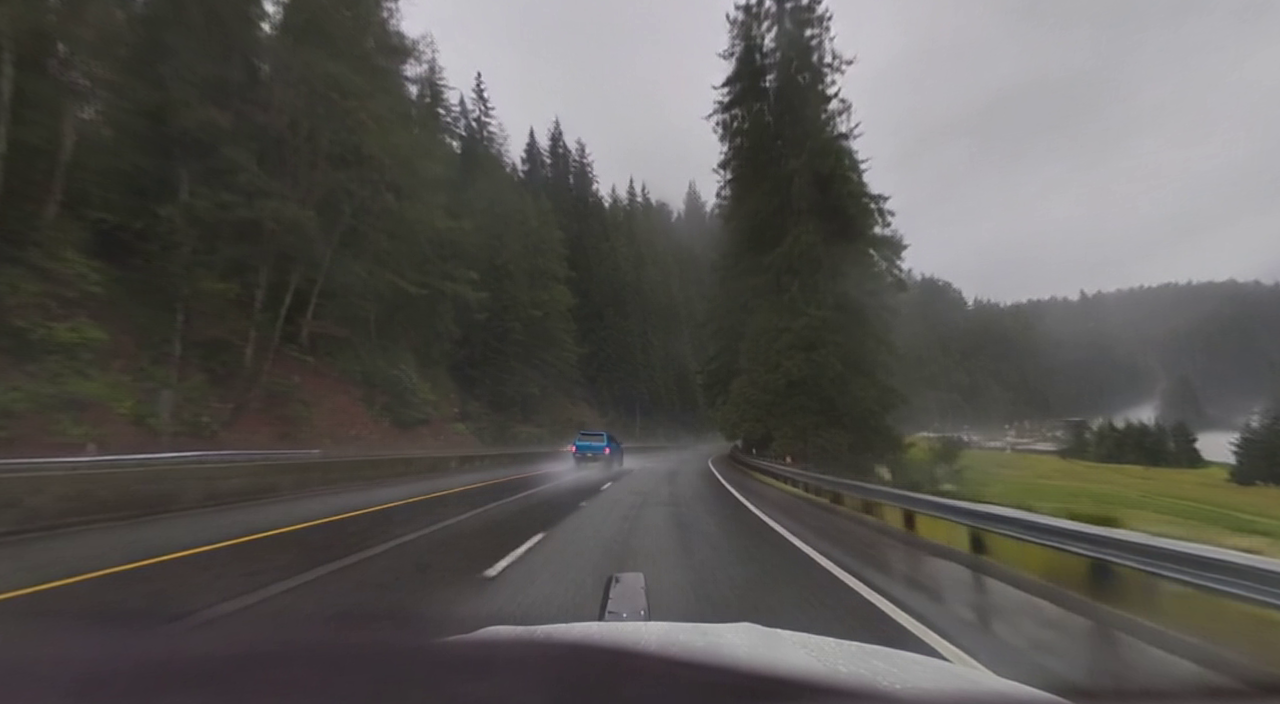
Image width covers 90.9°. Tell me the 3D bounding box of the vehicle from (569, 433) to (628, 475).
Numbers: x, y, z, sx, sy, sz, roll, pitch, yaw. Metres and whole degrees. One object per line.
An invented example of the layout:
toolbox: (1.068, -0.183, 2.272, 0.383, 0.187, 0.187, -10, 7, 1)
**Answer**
vehicle: (-1.801, 4.671, 28.972, 2.005, 1.752, 4.479, -1, -8, 5)
